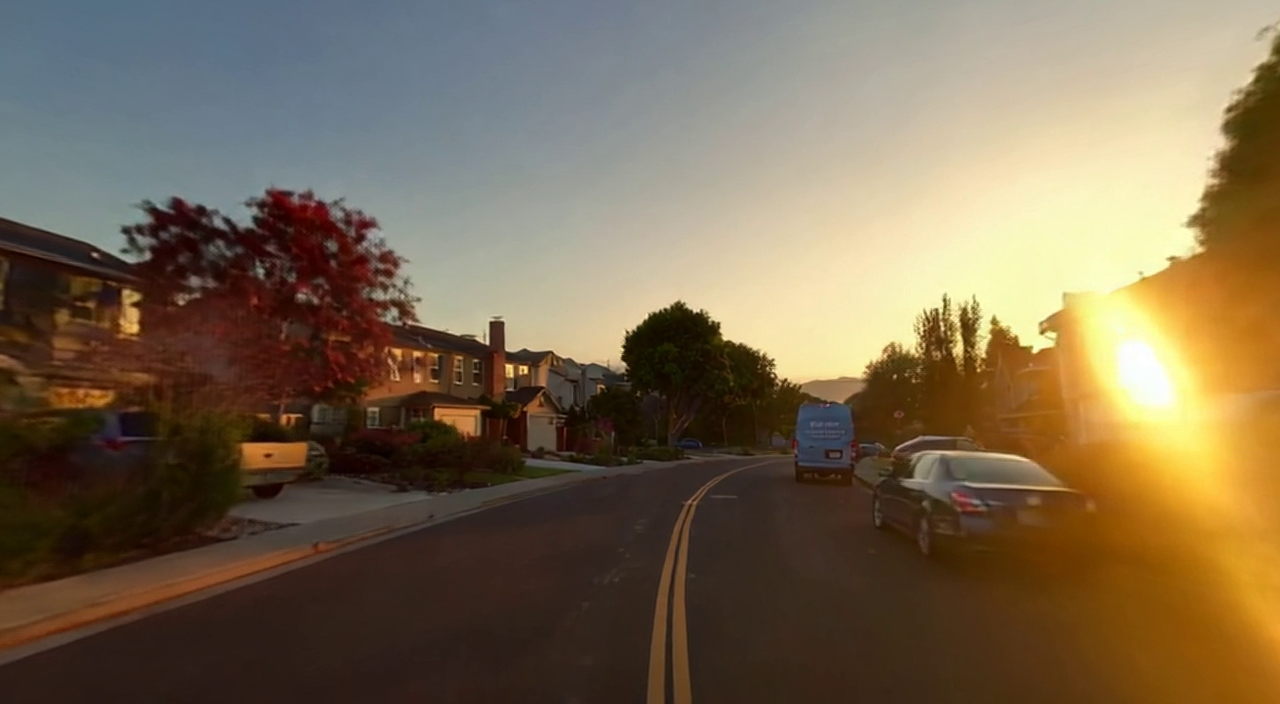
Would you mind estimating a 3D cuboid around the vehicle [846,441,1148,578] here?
[{"bbox_3d":[4.275,1.890,8.531,1.835,1.349,4.285,-1,-8,4],"label":"vehicle"}]

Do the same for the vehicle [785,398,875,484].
[{"bbox_3d":[6.920,3.320,23.556,2.684,2.712,6.197,-3,-8,14],"label":"vehicle"}]
